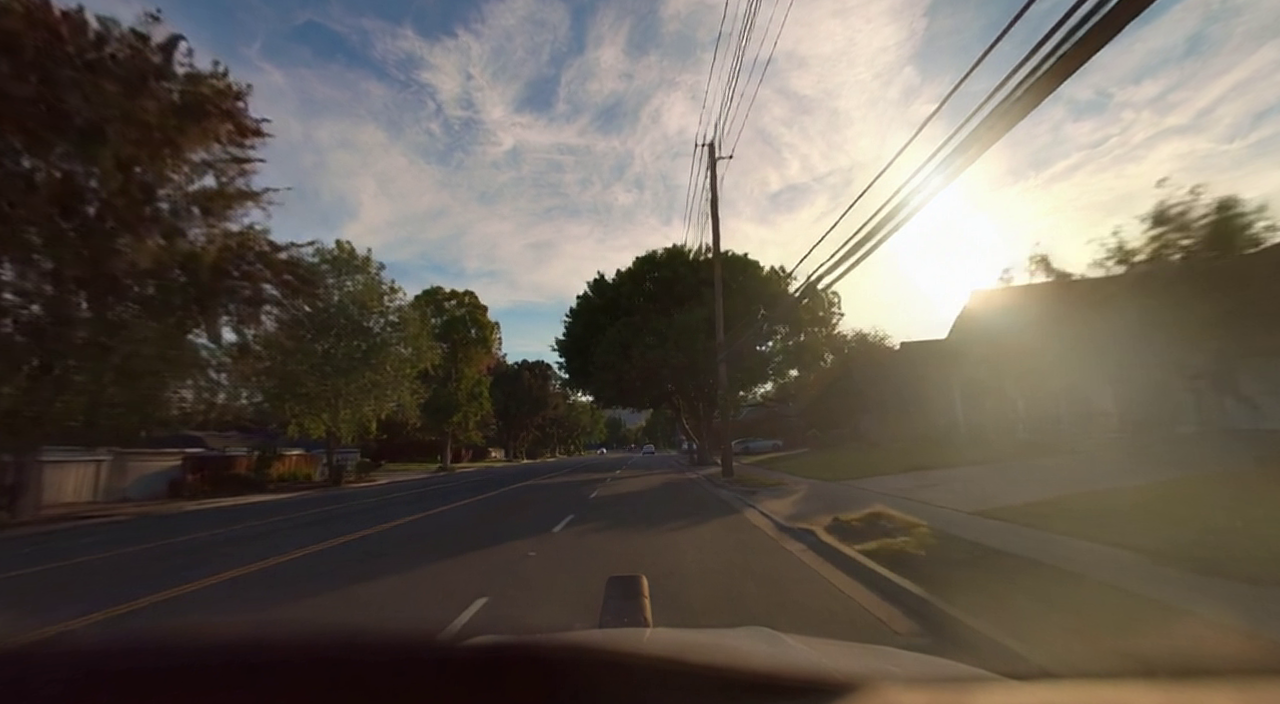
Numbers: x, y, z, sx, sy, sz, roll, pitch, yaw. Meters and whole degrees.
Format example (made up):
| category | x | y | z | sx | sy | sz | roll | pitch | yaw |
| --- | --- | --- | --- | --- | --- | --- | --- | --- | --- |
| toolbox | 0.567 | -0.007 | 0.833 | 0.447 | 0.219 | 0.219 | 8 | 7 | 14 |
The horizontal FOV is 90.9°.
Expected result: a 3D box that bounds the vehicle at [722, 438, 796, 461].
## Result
| category | x | y | z | sx | sy | sz | roll | pitch | yaw |
| --- | --- | --- | --- | --- | --- | --- | --- | --- | --- |
| vehicle | 8.192 | 6.765 | 43.737 | 4.719 | 1.556 | 1.869 | 0 | -9 | 0 |
